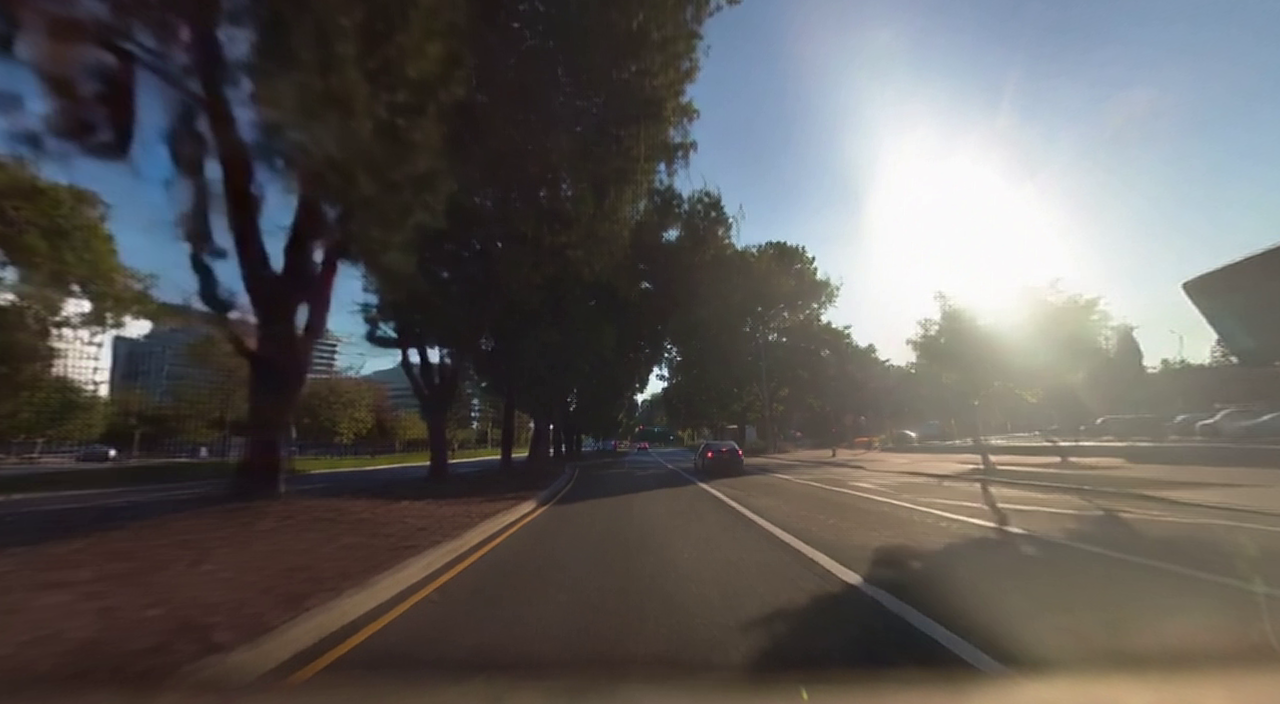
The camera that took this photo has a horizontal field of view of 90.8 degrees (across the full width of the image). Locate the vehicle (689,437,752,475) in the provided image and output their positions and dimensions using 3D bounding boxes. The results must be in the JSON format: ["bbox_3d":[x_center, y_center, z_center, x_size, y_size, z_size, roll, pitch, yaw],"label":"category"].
[{"bbox_3d":[3.323,4.386,26.948,1.948,1.479,4.620,1,-8,-1],"label":"vehicle"}]
